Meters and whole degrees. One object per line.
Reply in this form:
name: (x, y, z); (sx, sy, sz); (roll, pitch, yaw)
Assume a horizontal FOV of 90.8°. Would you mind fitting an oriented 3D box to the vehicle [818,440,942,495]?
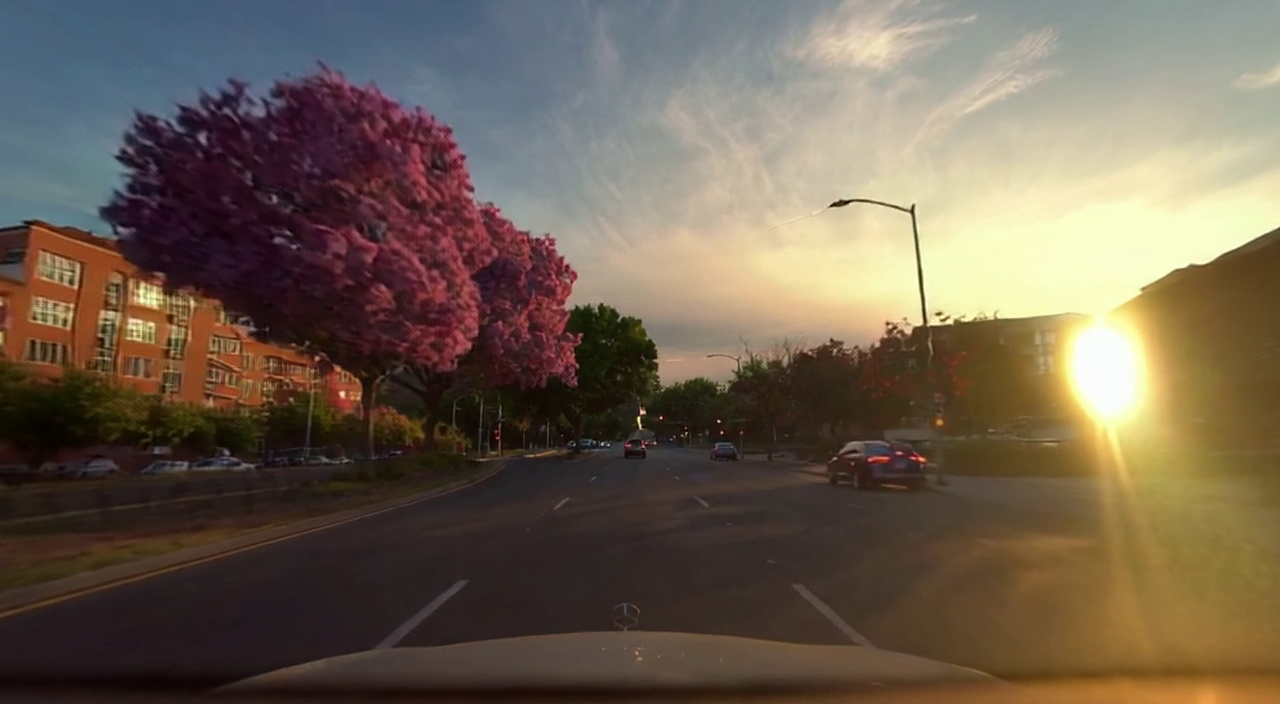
vehicle: (7.004, 3.401, 19.017); (2.032, 1.449, 4.413); (0, -9, 1)
